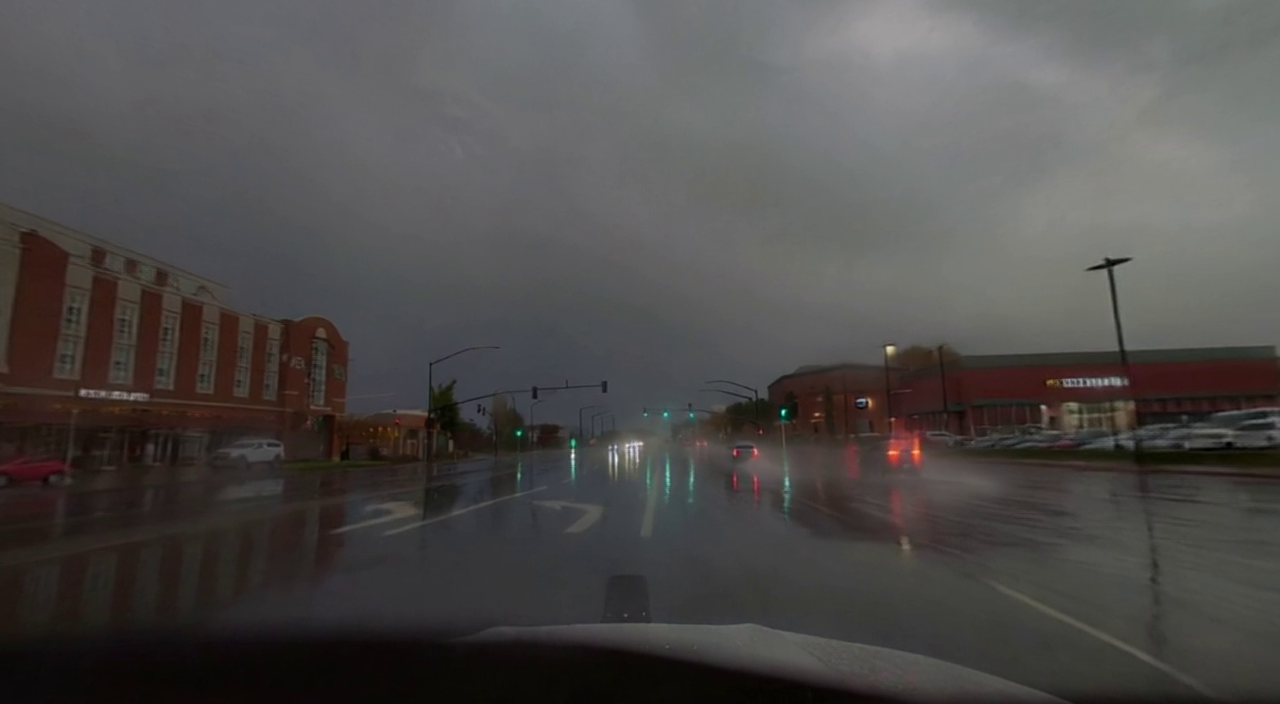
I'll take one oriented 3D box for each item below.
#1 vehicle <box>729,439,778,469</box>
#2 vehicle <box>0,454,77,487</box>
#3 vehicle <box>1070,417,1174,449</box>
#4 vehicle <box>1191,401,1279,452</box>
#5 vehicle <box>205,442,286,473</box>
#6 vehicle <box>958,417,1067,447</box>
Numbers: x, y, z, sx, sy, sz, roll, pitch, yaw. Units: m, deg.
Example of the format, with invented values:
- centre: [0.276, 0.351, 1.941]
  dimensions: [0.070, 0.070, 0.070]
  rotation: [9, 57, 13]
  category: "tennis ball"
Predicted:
- centre: [6.185, 5.627, 34.786]
  dimensions: [2.038, 1.528, 4.259]
  rotation: [0, -9, 1]
  category: "vehicle"
- centre: [-32.605, 6.270, 33.538]
  dimensions: [1.781, 1.590, 3.853]
  rotation: [0, -9, -2]
  category: "vehicle"
- centre: [27.982, 4.755, 36.675]
  dimensions: [4.326, 1.788, 1.984]
  rotation: [0, -9, 0]
  category: "vehicle"
- centre: [27.725, 3.373, 27.846]
  dimensions: [2.340, 2.048, 6.148]
  rotation: [-2, -9, 14]
  category: "vehicle"
- centre: [-29.651, 7.941, 47.644]
  dimensions: [2.298, 2.186, 5.973]
  rotation: [0, -9, -1]
  category: "vehicle"
- centre: [28.628, 6.205, 48.665]
  dimensions: [6.608, 2.249, 2.726]
  rotation: [0, -9, 0]
  category: "vehicle"
